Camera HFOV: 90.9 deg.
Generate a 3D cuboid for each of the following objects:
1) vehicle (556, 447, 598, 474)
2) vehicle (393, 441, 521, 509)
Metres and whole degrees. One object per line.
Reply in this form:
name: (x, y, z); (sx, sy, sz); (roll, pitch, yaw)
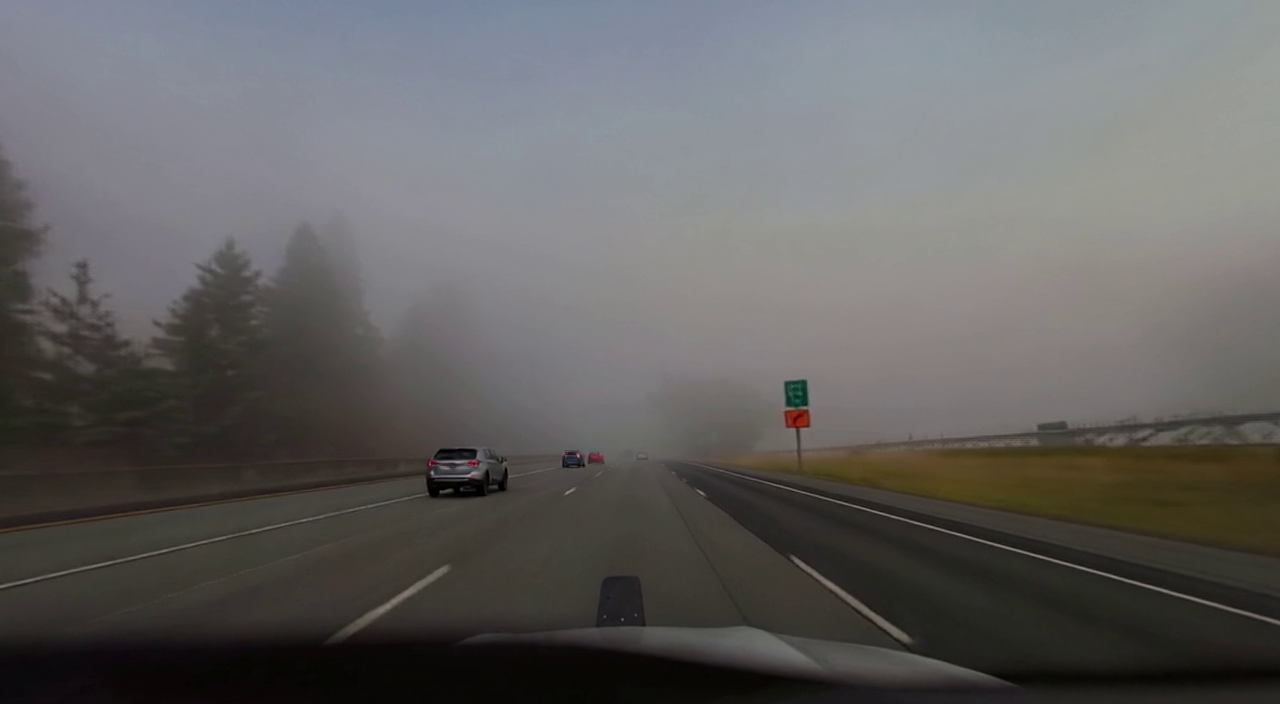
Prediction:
vehicle: (-3.576, 6.218, 36.364); (2.005, 1.474, 3.921); (0, -9, 1)
vehicle: (-4.553, 3.128, 16.500); (1.975, 1.501, 4.603); (0, -9, 0)
